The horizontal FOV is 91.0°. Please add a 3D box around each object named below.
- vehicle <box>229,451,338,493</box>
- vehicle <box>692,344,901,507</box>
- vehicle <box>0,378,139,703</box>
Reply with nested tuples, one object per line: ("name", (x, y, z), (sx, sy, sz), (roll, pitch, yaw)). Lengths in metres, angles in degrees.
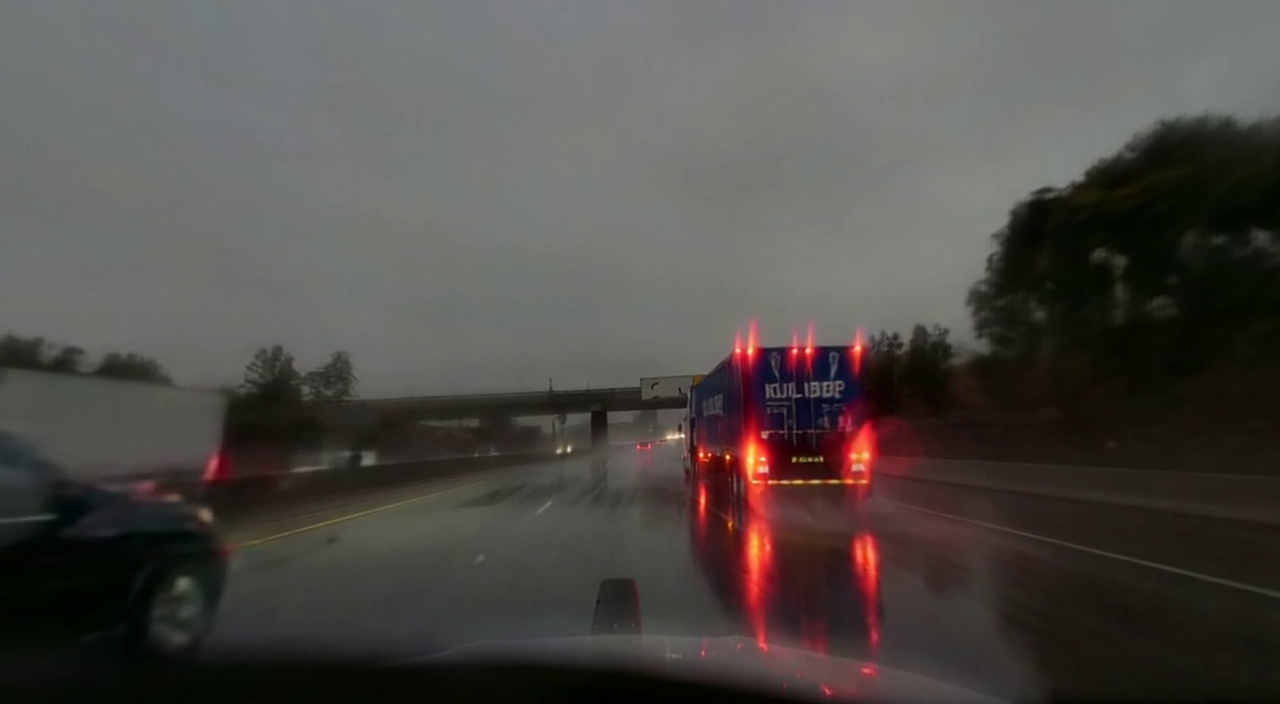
("vehicle", (-15.062, 5.055, 26.888), (2.177, 1.567, 4.098), (-1, -8, 1))
("vehicle", (3.891, 2.393, 19.628), (3.306, 3.531, 11.717), (0, -8, -1))
("vehicle", (-3.307, 0.637, 0.421), (2.276, 1.551, 4.484), (0, -8, -1))
